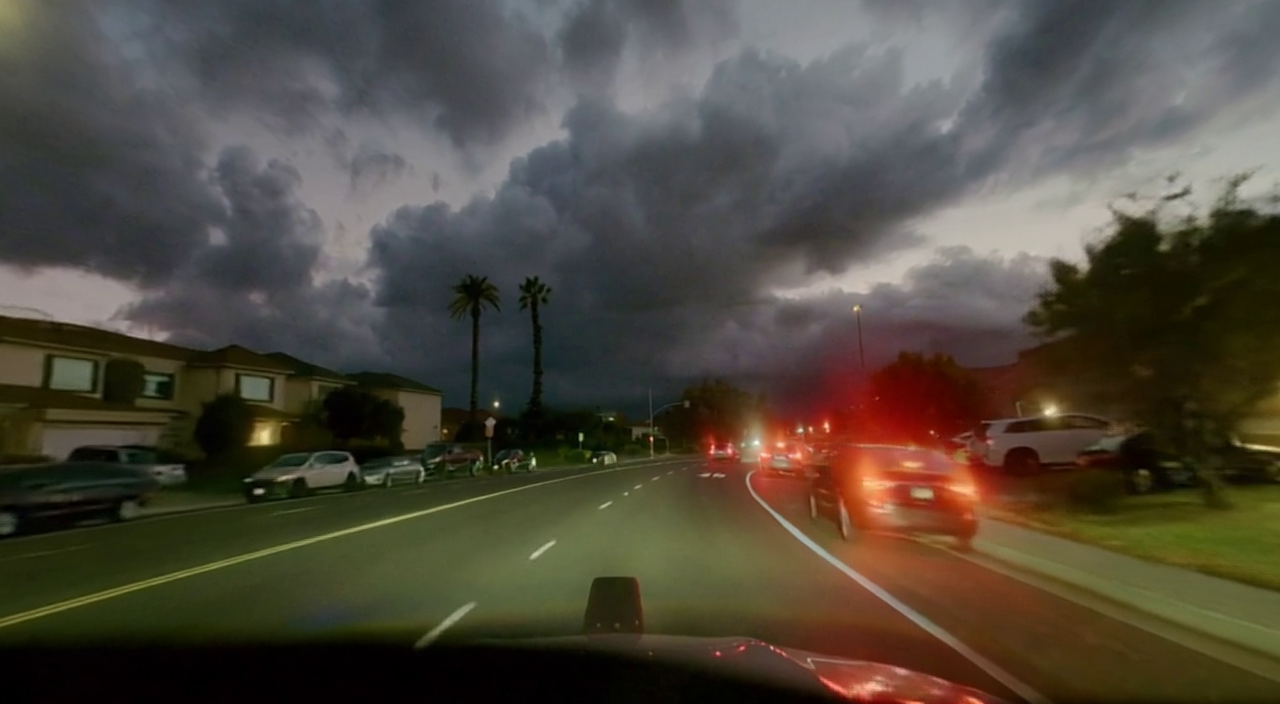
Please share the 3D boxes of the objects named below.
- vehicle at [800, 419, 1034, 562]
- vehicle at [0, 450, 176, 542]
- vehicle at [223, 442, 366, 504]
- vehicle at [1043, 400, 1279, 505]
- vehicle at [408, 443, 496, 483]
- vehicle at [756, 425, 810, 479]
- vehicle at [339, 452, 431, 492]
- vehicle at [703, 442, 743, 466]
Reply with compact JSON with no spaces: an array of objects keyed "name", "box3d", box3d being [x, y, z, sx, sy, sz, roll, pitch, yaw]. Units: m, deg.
[{"name":"vehicle","box3d":[3.928,2.024,10.000,2.043,1.692,4.581,-1,-9,6]},{"name":"vehicle","box3d":[-13.175,3.051,13.898,1.967,1.736,4.730,-1,-9,6]},{"name":"vehicle","box3d":[-12.261,4.285,22.883,2.081,1.948,4.821,-1,-9,5]},{"name":"vehicle","box3d":[11.084,1.979,12.578,4.557,1.795,1.986,-5,-10,11]},{"name":"vehicle","box3d":[-10.126,6.009,34.643,2.051,1.957,5.968,-2,-9,10]},{"name":"vehicle","box3d":[6.798,4.738,30.134,2.326,2.257,4.635,0,-8,13]},{"name":"vehicle","box3d":[-11.389,5.369,28.544,1.786,1.488,4.518,-5,-9,8]},{"name":"vehicle","box3d":[5.449,6.592,41.054,2.035,1.474,4.284,-2,-9,15]}]
